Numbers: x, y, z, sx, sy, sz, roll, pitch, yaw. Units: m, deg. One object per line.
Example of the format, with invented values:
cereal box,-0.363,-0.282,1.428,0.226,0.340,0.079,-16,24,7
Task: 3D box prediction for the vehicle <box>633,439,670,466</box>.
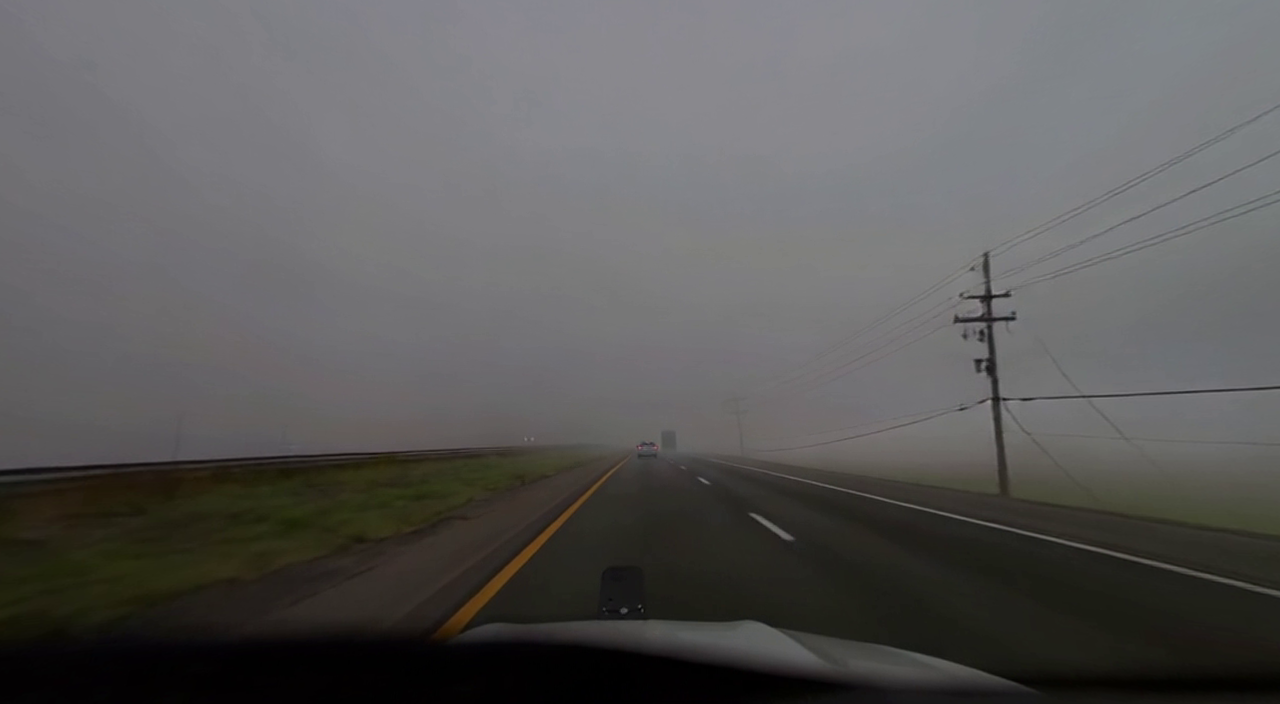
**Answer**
vehicle,0.738,6.269,39.404,2.192,1.556,4.132,0,-8,1
